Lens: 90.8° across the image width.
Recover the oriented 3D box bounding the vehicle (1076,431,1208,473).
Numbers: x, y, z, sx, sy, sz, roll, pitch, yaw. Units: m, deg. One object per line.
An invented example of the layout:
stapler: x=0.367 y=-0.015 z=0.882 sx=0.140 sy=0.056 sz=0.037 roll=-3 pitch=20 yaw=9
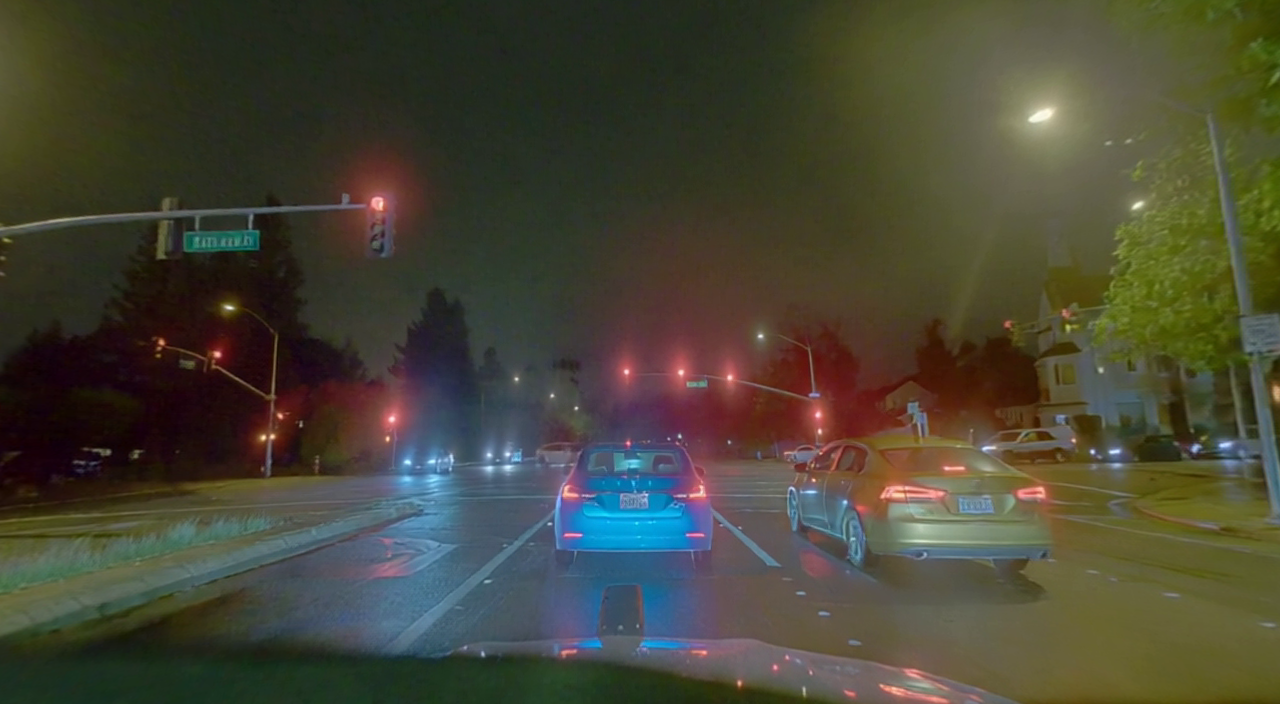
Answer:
vehicle: x=23.998 y=4.783 z=30.311 sx=4.520 sy=1.762 sz=2.005 roll=-2 pitch=-8 yaw=-1

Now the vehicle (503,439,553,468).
vehicle: x=-7.439 y=6.797 z=42.453 sx=2.383 sy=1.779 sz=4.973 roll=0 pitch=-8 yaw=1

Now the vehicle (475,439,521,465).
vehicle: x=-10.916 y=7.745 z=49.100 sx=2.376 sy=1.916 sz=4.899 roll=0 pitch=-8 yaw=1

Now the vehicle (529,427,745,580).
vehicle: x=-0.050 y=1.784 z=8.254 sx=2.103 sy=1.478 sz=4.073 roll=0 pitch=-8 yaw=-1

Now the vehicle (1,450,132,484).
vehicle: x=-28.126 y=5.615 z=31.072 sx=4.538 sy=1.591 sz=1.949 roll=0 pitch=-8 yaw=1

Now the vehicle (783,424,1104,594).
vehicle: x=3.189 y=1.714 z=7.772 sx=1.913 sy=1.505 sz=4.097 roll=0 pitch=-8 yaw=0

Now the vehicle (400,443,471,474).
vehicle: x=-11.214 y=5.853 z=35.031 sx=2.102 sy=1.531 sz=5.072 roll=0 pitch=-8 yaw=1

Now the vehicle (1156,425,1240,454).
vehicle: x=41.733 y=6.583 z=47.343 sx=4.388 sy=2.079 sz=1.960 roll=0 pitch=-8 yaw=-2
